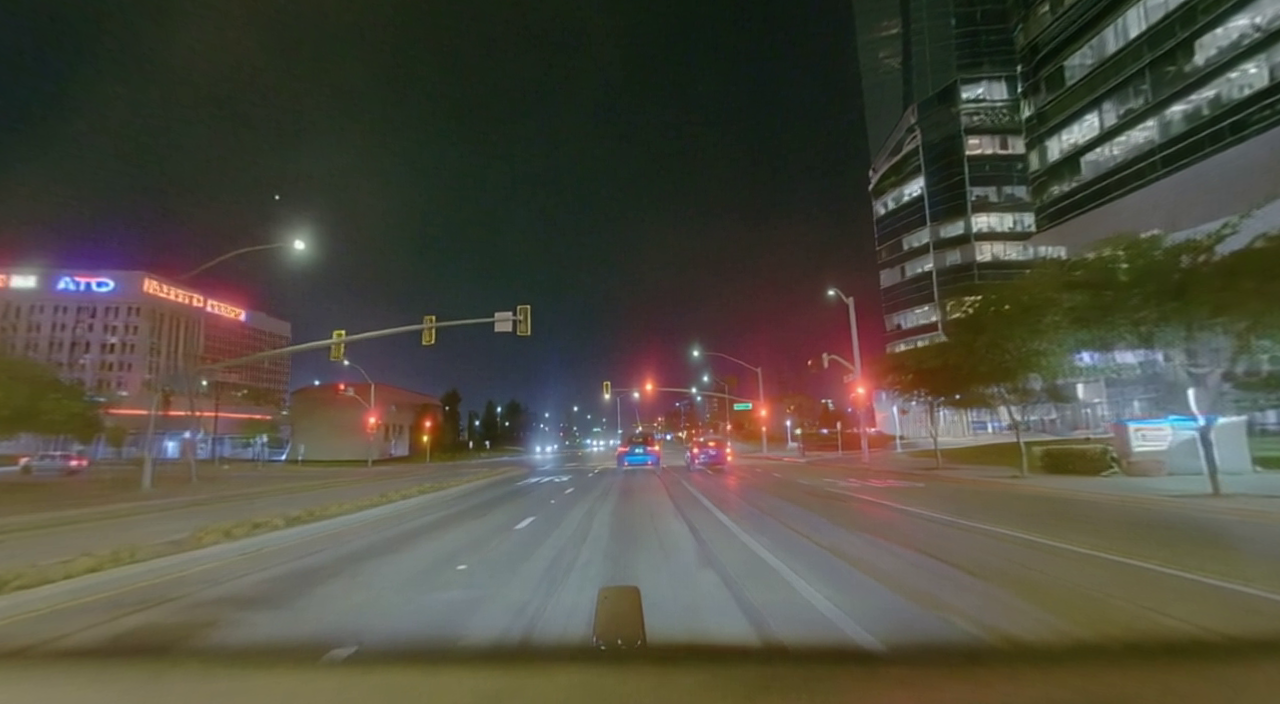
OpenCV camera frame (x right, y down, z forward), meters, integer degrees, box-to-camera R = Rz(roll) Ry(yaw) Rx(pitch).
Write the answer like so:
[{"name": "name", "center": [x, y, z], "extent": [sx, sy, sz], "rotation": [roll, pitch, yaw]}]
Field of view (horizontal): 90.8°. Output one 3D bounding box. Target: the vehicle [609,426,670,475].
[{"name": "vehicle", "center": [-0.099, 4.295, 27.730], "extent": [2.413, 1.939, 4.716], "rotation": [0, -8, -2]}]

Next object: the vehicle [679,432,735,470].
[{"name": "vehicle", "center": [3.187, 4.835, 30.967], "extent": [2.107, 1.736, 4.228], "rotation": [0, -8, -2]}]
